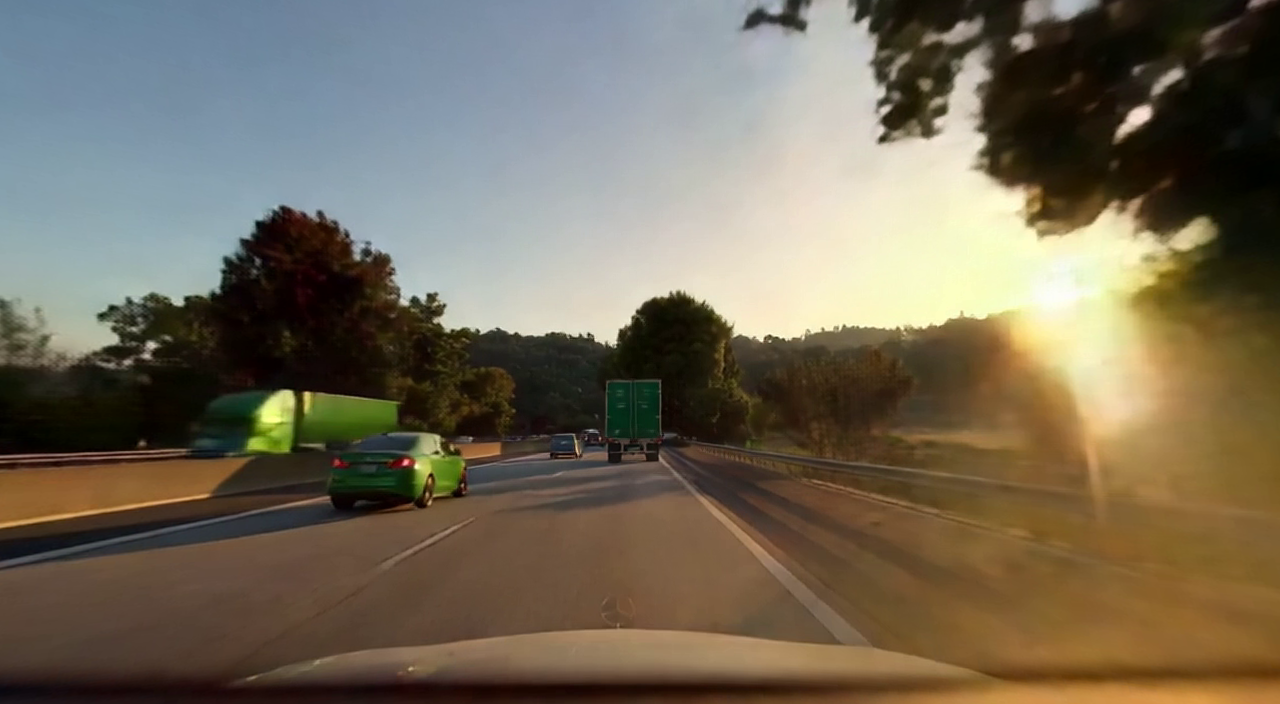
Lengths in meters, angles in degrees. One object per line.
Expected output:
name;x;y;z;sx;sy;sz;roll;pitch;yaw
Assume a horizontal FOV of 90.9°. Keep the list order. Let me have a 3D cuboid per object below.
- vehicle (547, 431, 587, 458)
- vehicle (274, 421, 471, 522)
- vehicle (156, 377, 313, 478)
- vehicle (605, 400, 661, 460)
vehicle;-4.944;6.307;43.146;2.138;1.697;4.587;0;-8;1
vehicle;-4.598;2.082;11.576;1.909;1.520;3.897;0;-8;0
vehicle;-17.722;3.405;28.136;2.993;4.004;5.828;0;-8;0
vehicle;-0.289;3.320;26.834;2.319;2.461;1.270;0;-8;0
